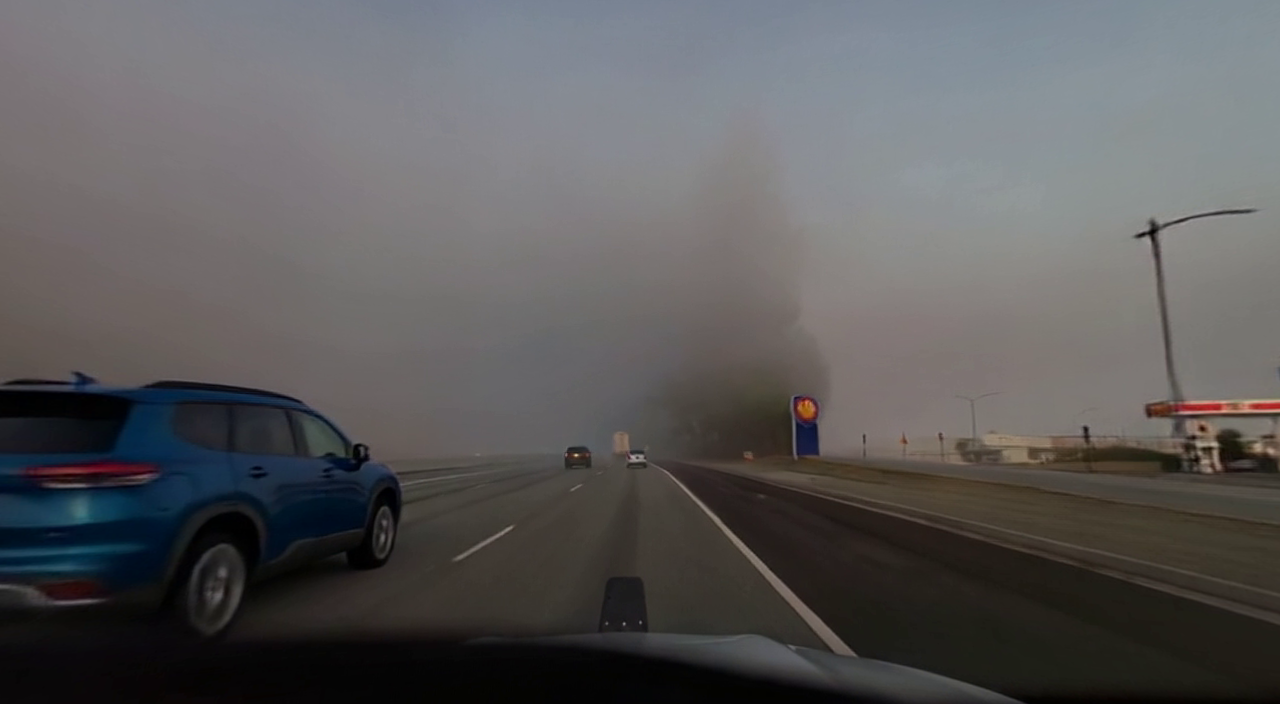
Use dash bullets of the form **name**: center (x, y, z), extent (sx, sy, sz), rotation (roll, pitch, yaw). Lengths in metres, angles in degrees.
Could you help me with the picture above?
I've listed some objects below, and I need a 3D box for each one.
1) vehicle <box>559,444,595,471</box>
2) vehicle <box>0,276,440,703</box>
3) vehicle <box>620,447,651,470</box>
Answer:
- **vehicle**: center (-4.666, 7.864, 47.167), extent (2.273, 1.884, 4.515), rotation (0, -8, 0)
- **vehicle**: center (-3.966, 1.050, 4.792), extent (2.694, 2.081, 6.099), rotation (0, -8, 2)
- **vehicle**: center (-0.350, 7.436, 44.412), extent (1.982, 1.524, 3.800), rotation (1, -8, -3)
